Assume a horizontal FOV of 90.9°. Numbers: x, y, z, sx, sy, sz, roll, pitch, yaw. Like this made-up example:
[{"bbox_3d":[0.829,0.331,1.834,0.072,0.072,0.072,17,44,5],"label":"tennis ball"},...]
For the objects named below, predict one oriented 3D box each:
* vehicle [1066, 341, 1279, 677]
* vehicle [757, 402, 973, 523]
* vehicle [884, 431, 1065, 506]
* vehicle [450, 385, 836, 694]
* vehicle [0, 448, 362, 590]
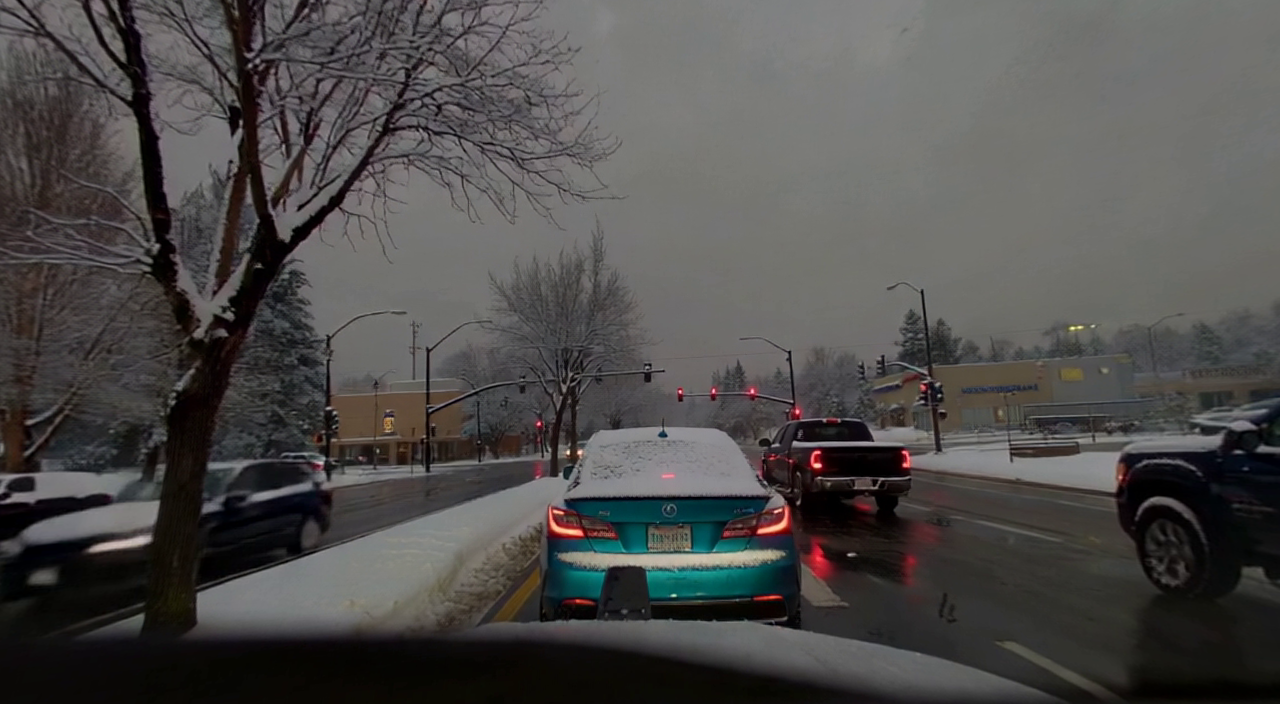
[{"bbox_3d":[4.458,0.746,2.738,2.019,1.803,4.634,-1,-8,1],"label":"vehicle"},{"bbox_3d":[4.176,2.202,13.109,2.319,1.930,5.651,0,-8,-1],"label":"vehicle"},{"bbox_3d":[7.603,2.678,14.955,1.856,1.487,4.454,0,-8,0],"label":"vehicle"},{"bbox_3d":[-0.015,1.315,5.531,2.116,1.677,3.948,0,-8,-1],"label":"vehicle"},{"bbox_3d":[-6.153,2.175,9.161,2.157,1.492,4.411,-1,-8,1],"label":"vehicle"}]
